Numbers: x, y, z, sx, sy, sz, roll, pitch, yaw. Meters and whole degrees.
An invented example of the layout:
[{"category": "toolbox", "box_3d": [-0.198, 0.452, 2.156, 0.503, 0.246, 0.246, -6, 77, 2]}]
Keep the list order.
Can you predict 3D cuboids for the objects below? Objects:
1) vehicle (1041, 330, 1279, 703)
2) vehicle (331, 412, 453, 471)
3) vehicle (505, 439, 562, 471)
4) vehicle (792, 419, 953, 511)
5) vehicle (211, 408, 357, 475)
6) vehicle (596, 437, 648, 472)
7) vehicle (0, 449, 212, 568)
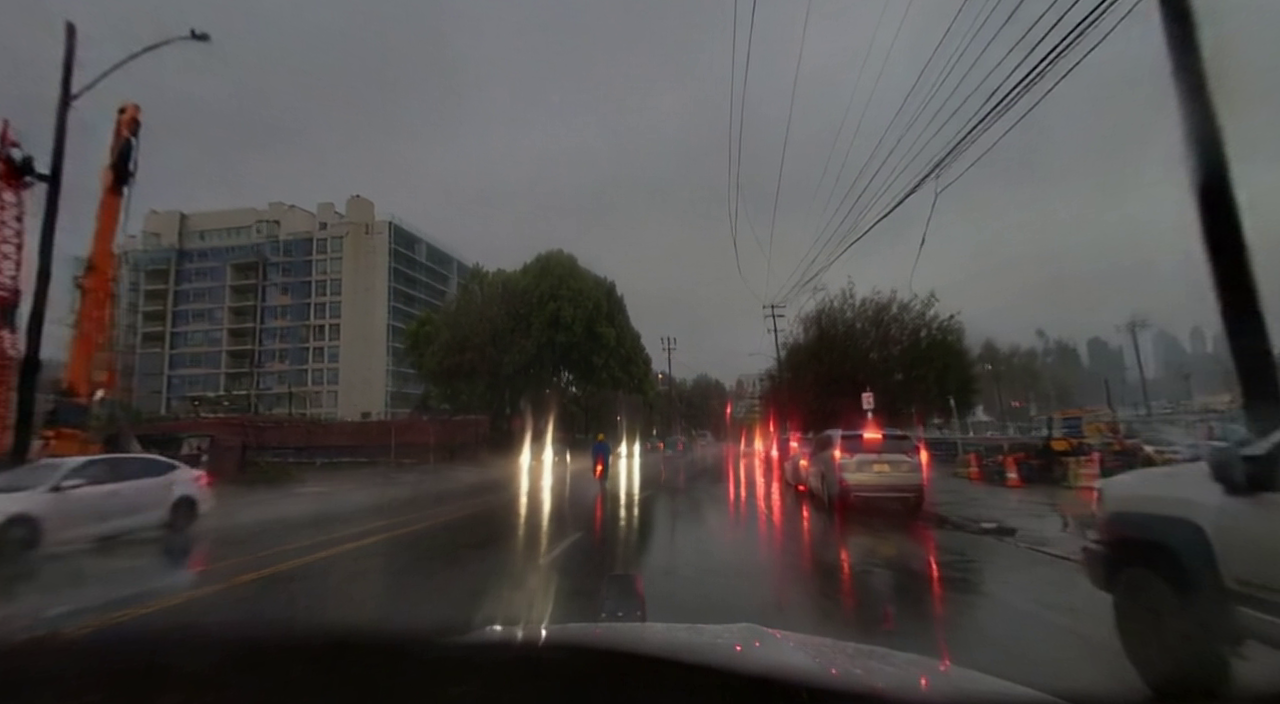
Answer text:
[{"category": "vehicle", "box_3d": [3.851, 0.689, 1.856, 2.171, 1.832, 5.180, -1, -8, 4]}, {"category": "vehicle", "box_3d": [-14.835, 5.517, 38.838, 2.990, 3.144, 9.080, -1, -9, 6]}, {"category": "vehicle", "box_3d": [-6.313, 6.174, 37.964, 2.053, 1.771, 4.684, -1, -9, 7]}, {"category": "vehicle", "box_3d": [5.297, 2.670, 15.377, 2.387, 1.820, 5.286, -1, -8, 6]}, {"category": "vehicle", "box_3d": [-20.792, 5.317, 37.802, 3.283, 3.441, 8.669, -2, -8, 4]}, {"category": "vehicle", "box_3d": [-0.825, 5.077, 31.504, 1.925, 1.602, 4.090, -1, -8, 8]}, {"category": "vehicle", "box_3d": [-9.358, 2.303, 9.802, 1.905, 1.536, 4.714, -1, -8, 4]}]
